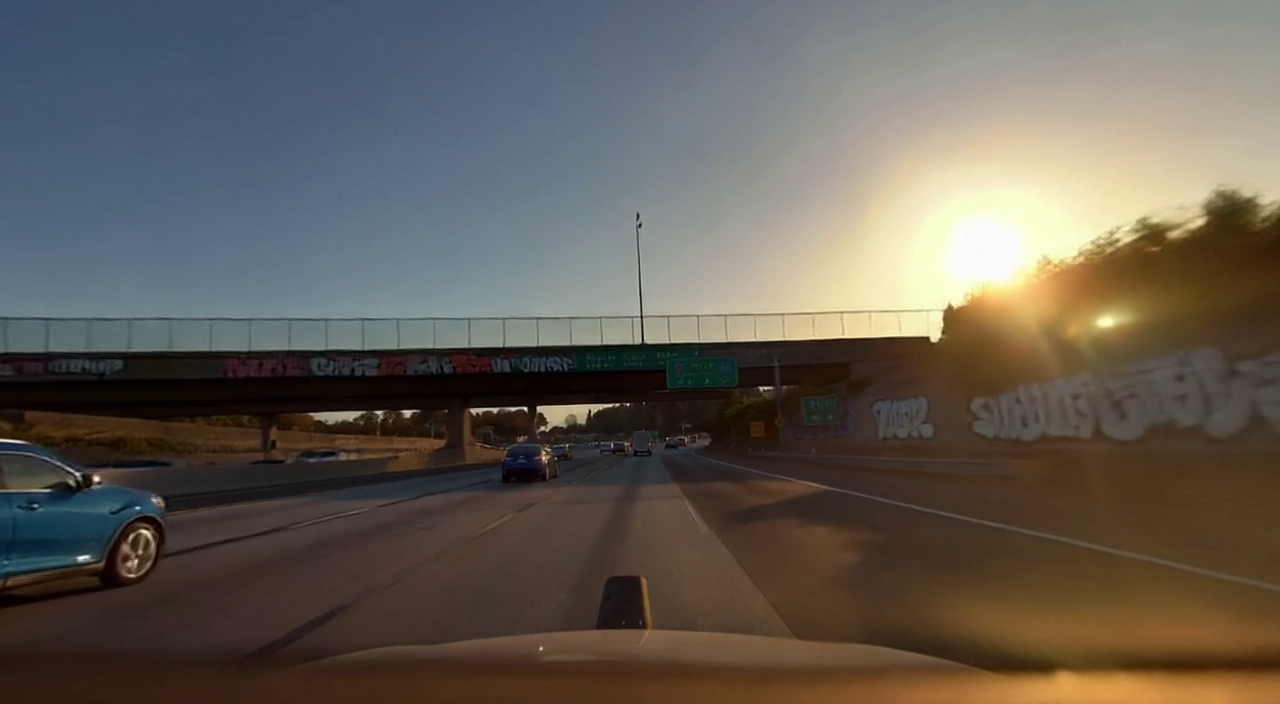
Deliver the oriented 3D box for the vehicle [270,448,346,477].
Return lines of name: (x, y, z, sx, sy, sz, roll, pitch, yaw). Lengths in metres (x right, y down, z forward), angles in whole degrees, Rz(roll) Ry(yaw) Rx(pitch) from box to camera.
vehicle: (-21.020, 6.995, 39.980, 2.067, 1.676, 5.001, 0, -9, 0)

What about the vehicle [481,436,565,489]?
vehicle: (-4.094, 3.947, 22.770, 2.154, 1.693, 4.394, 0, -9, 0)

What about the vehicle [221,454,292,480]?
vehicle: (-24.902, 7.462, 40.979, 1.869, 1.499, 4.328, 0, -9, 0)

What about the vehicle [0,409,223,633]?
vehicle: (-5.729, 1.322, 5.100, 1.969, 1.633, 3.962, 0, -9, -1)
